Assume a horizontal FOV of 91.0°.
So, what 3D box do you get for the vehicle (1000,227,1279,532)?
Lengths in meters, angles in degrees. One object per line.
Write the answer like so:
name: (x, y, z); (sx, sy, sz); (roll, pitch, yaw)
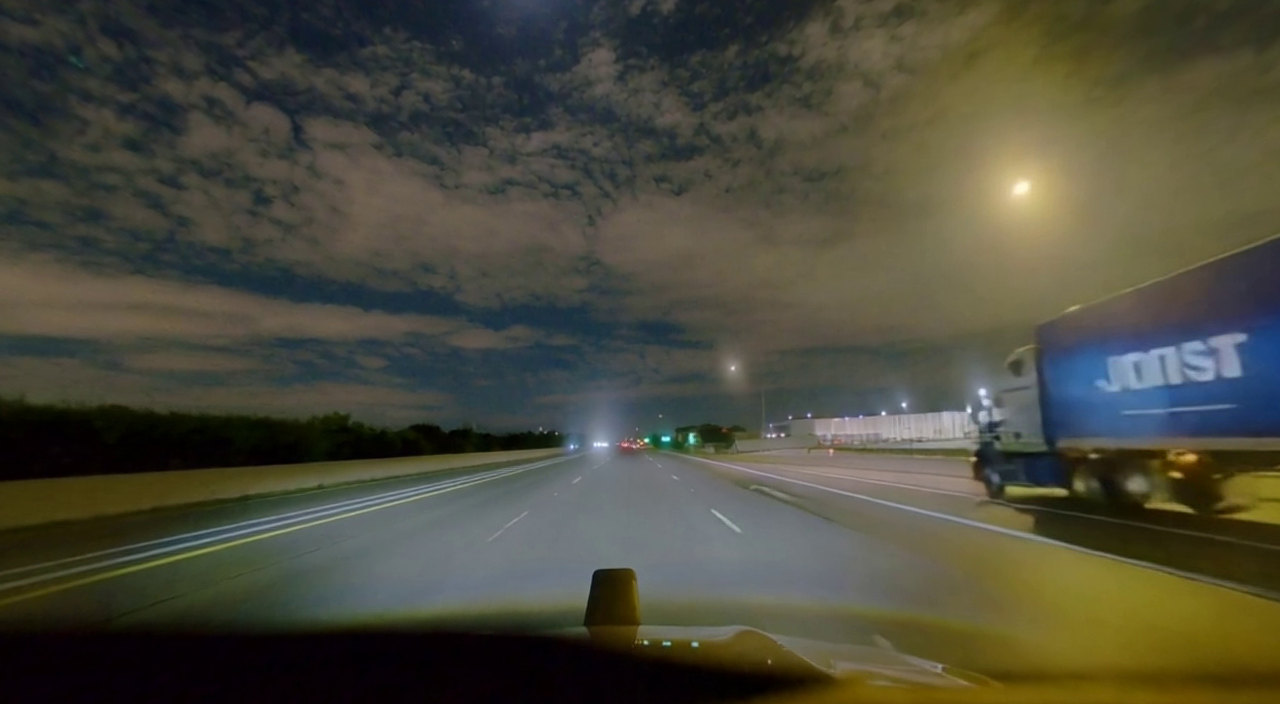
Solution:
vehicle: (10.116, 0.247, 7.486); (3.469, 3.986, 17.065); (-1, -8, 6)
